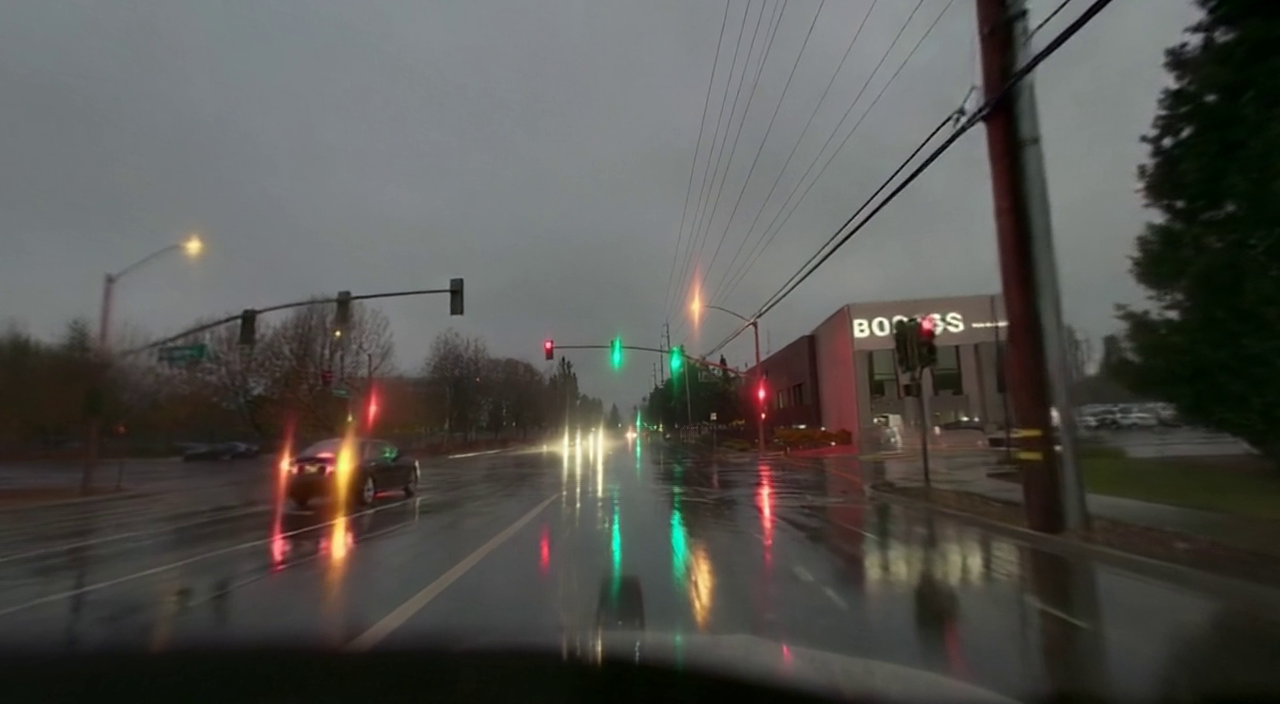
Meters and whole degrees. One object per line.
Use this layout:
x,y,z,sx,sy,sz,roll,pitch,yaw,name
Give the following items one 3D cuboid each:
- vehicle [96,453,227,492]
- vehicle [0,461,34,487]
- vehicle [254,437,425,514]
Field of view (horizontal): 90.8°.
-22.953,5.758,30.444,4.722,1.741,2.142,-1,-9,6,vehicle
-40.485,7.735,40.209,1.906,1.496,4.381,5,-10,-33,vehicle
-6.498,2.690,14.280,1.928,1.451,4.219,0,-9,-2,vehicle
